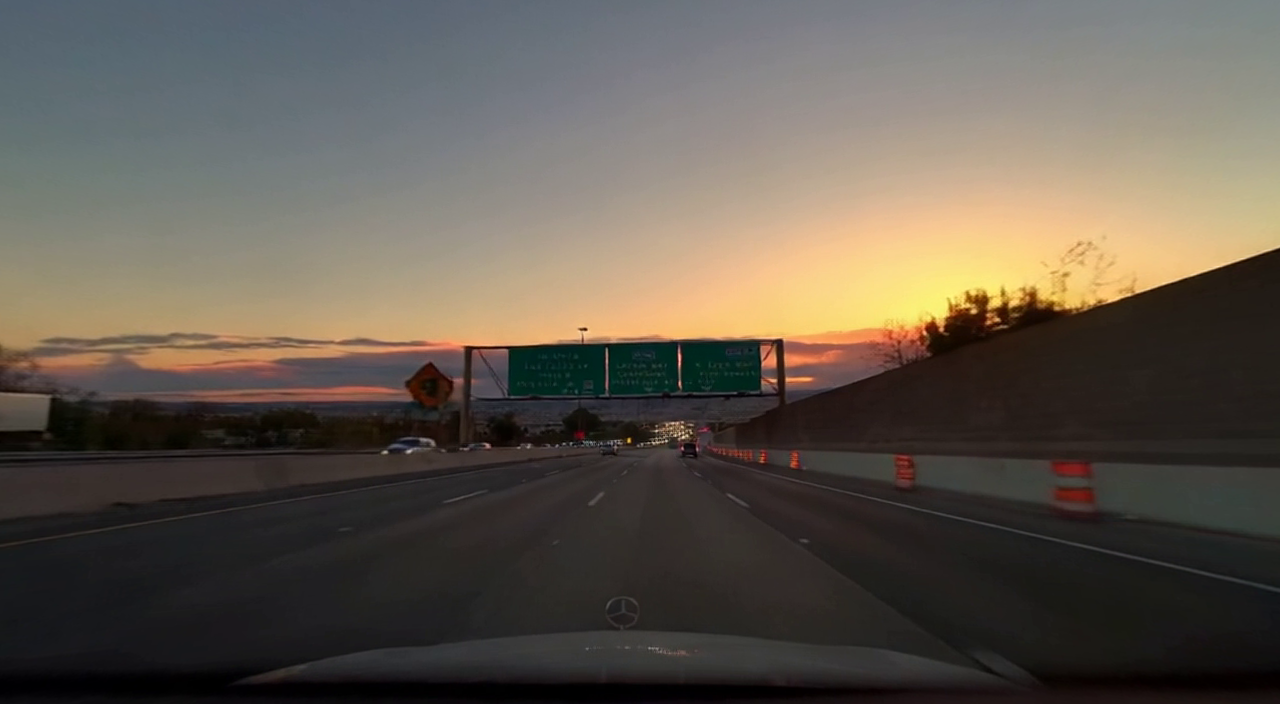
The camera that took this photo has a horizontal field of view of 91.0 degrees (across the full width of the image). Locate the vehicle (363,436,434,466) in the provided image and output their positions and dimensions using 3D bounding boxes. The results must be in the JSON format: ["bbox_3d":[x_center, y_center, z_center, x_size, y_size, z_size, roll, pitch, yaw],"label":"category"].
[{"bbox_3d":[-15.302,6.311,40.321,2.202,1.765,5.454,0,-9,2],"label":"vehicle"}]
